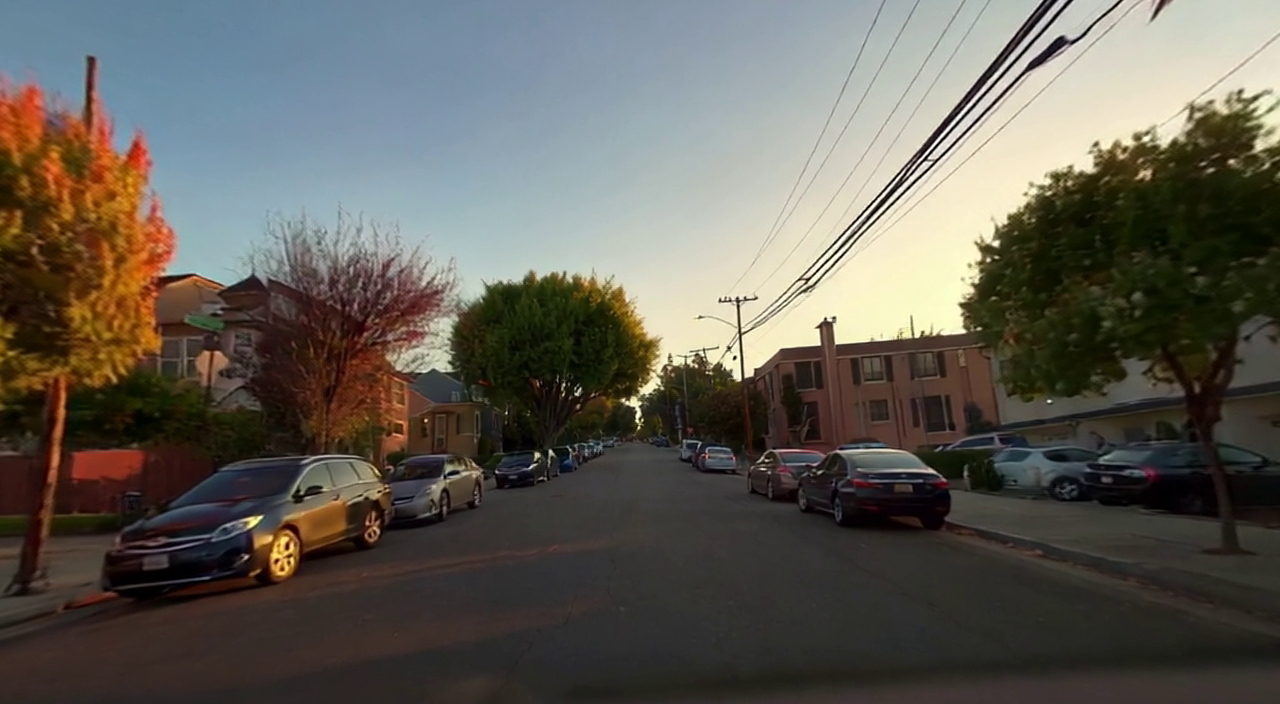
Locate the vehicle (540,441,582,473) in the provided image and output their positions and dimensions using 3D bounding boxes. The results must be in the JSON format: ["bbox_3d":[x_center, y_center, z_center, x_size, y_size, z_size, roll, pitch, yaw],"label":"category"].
[{"bbox_3d":[-5.320,7.184,43.561,2.184,1.958,5.757,-1,-8,0],"label":"vehicle"}]

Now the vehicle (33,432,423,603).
[{"bbox_3d":[-5.188,2.100,9.168,2.360,1.772,4.907,0,-8,-1],"label":"vehicle"}]

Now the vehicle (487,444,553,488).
[{"bbox_3d":[-5.118,4.917,27.628,2.032,1.716,4.382,0,-8,0],"label":"vehicle"}]

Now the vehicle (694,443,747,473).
[{"bbox_3d":[4.255,5.700,34.221,2.174,1.504,4.809,0,-8,0],"label":"vehicle"}]

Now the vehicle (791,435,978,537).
[{"bbox_3d":[4.377,2.426,12.150,1.864,1.592,4.221,0,-8,0],"label":"vehicle"}]

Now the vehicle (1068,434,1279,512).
[{"bbox_3d":[12.648,2.716,14.455,4.285,1.641,1.832,0,-8,0],"label":"vehicle"}]
